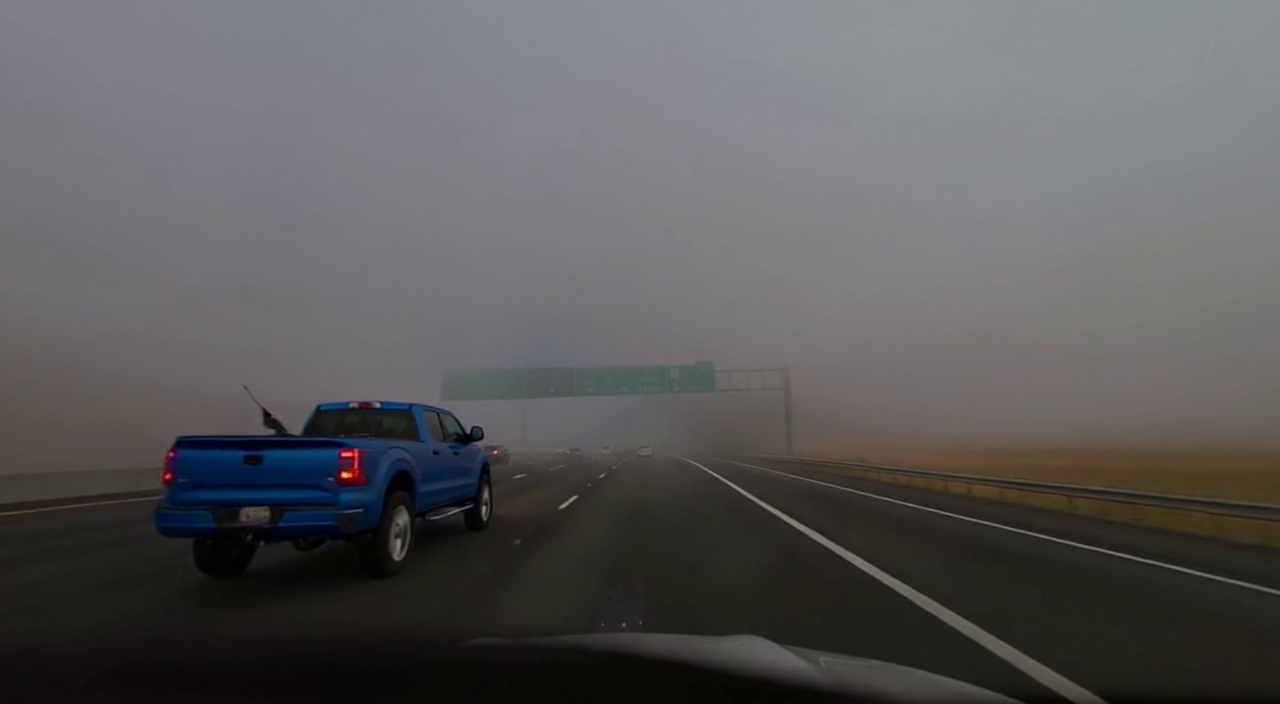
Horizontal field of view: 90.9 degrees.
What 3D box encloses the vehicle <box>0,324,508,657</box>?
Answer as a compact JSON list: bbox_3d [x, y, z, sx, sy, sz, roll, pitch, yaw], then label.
[{"bbox_3d":[-3.500,1.296,7.067,2.601,2.084,6.068,0,-8,1],"label":"vehicle"}]
